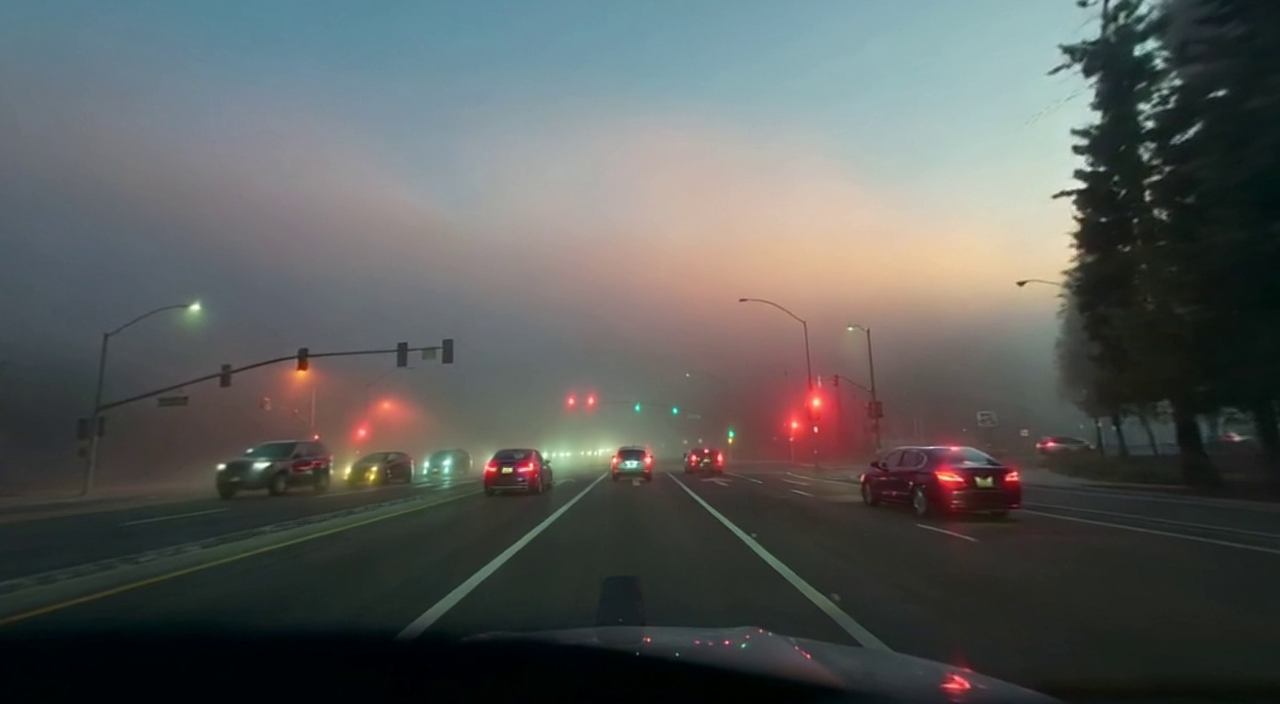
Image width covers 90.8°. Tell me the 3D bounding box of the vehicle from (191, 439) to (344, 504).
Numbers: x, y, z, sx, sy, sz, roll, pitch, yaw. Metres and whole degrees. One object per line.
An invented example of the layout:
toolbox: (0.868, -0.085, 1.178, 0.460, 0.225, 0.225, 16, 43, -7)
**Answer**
vehicle: (-10.936, 3.506, 18.978, 2.026, 1.706, 4.041, 0, -8, 1)

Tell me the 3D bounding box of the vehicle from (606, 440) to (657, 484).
vehicle: (-0.327, 4.676, 27.199, 2.008, 1.716, 4.125, 0, -8, 0)

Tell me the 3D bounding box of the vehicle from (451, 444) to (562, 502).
vehicle: (-3.727, 3.462, 18.560, 2.163, 1.474, 4.413, 0, -8, 2)

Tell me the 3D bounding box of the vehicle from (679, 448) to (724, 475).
vehicle: (3.427, 6.152, 35.757, 2.014, 1.430, 4.103, 0, -8, -2)

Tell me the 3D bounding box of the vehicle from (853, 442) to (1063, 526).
vehicle: (6.418, 2.678, 13.517, 2.028, 1.451, 4.625, 0, -8, -1)

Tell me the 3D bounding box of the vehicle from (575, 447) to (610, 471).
vehicle: (-3.123, 7.100, 42.259, 2.002, 1.502, 4.057, 0, -8, 0)

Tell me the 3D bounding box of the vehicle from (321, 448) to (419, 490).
vehicle: (-10.751, 4.653, 25.535, 1.924, 1.479, 4.508, 0, -8, 0)
